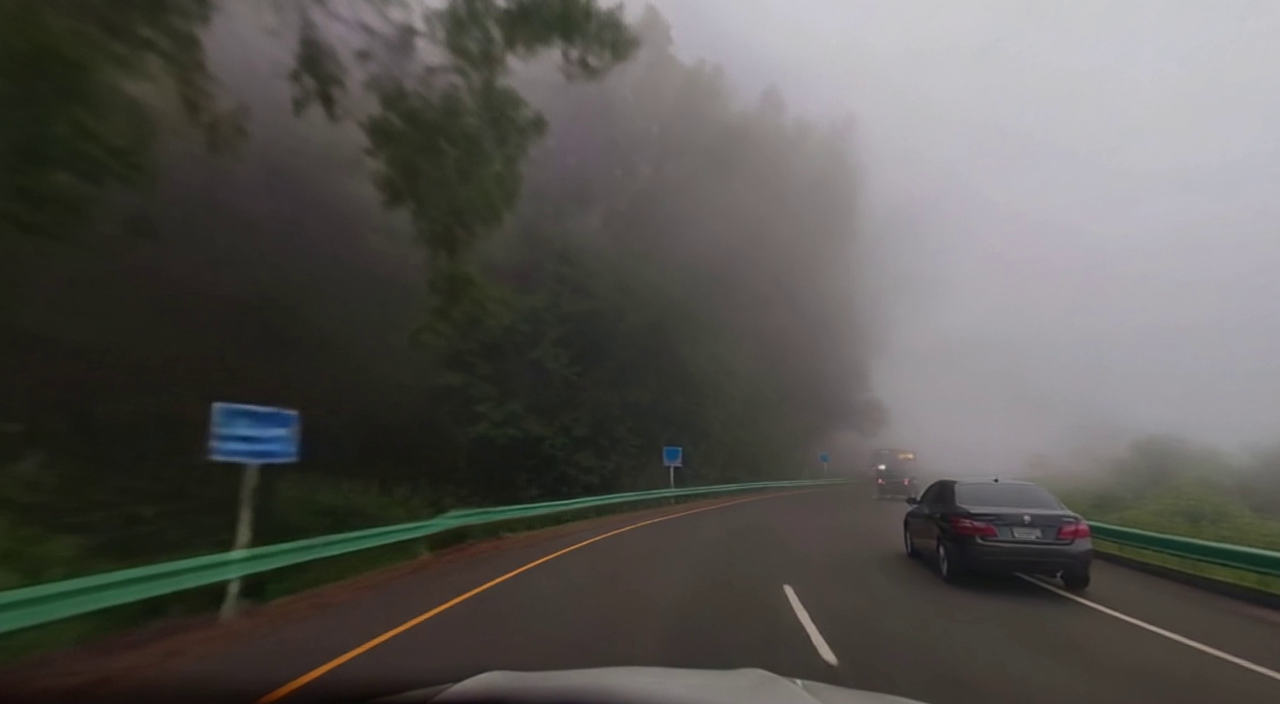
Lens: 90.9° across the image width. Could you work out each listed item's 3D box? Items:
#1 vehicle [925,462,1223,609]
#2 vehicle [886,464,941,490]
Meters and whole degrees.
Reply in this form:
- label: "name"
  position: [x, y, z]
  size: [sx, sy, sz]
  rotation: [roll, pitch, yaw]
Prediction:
- label: "vehicle"
  position: [5.903, 2.483, 9.354]
  size: [2.023, 1.593, 4.105]
  rotation: [-1, -11, 10]
- label: "vehicle"
  position: [16.939, 7.710, 38.902]
  size: [1.992, 1.503, 3.793]
  rotation: [-8, -14, 40]
